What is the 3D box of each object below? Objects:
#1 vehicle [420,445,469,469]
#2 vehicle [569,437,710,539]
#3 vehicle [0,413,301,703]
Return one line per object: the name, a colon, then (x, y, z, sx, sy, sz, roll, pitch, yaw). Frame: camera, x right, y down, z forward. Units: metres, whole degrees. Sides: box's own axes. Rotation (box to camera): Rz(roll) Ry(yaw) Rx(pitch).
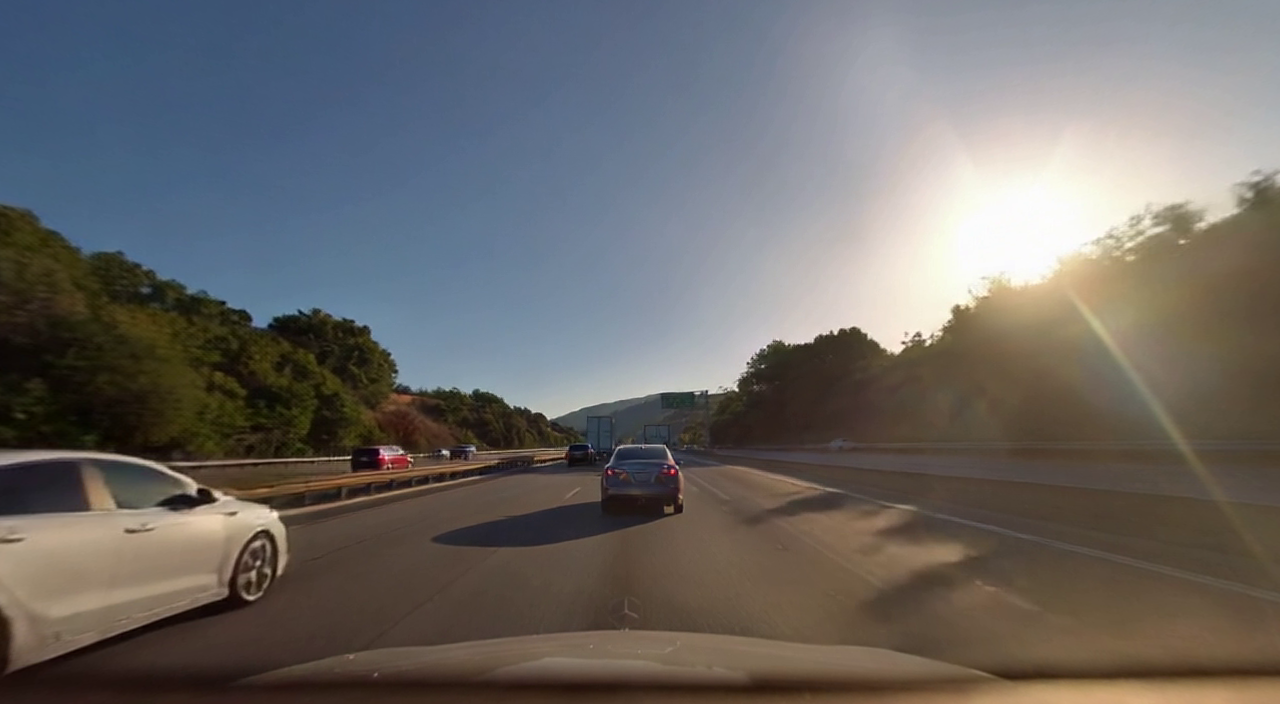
vehicle: (-14.381, 7.739, 46.536, 1.998, 1.685, 4.606, 0, -9, 2)
vehicle: (-0.029, 2.297, 11.210, 2.057, 1.449, 3.931, 0, -9, -1)
vehicle: (-4.105, 1.136, 3.547, 1.929, 1.509, 4.331, 0, -9, 1)
